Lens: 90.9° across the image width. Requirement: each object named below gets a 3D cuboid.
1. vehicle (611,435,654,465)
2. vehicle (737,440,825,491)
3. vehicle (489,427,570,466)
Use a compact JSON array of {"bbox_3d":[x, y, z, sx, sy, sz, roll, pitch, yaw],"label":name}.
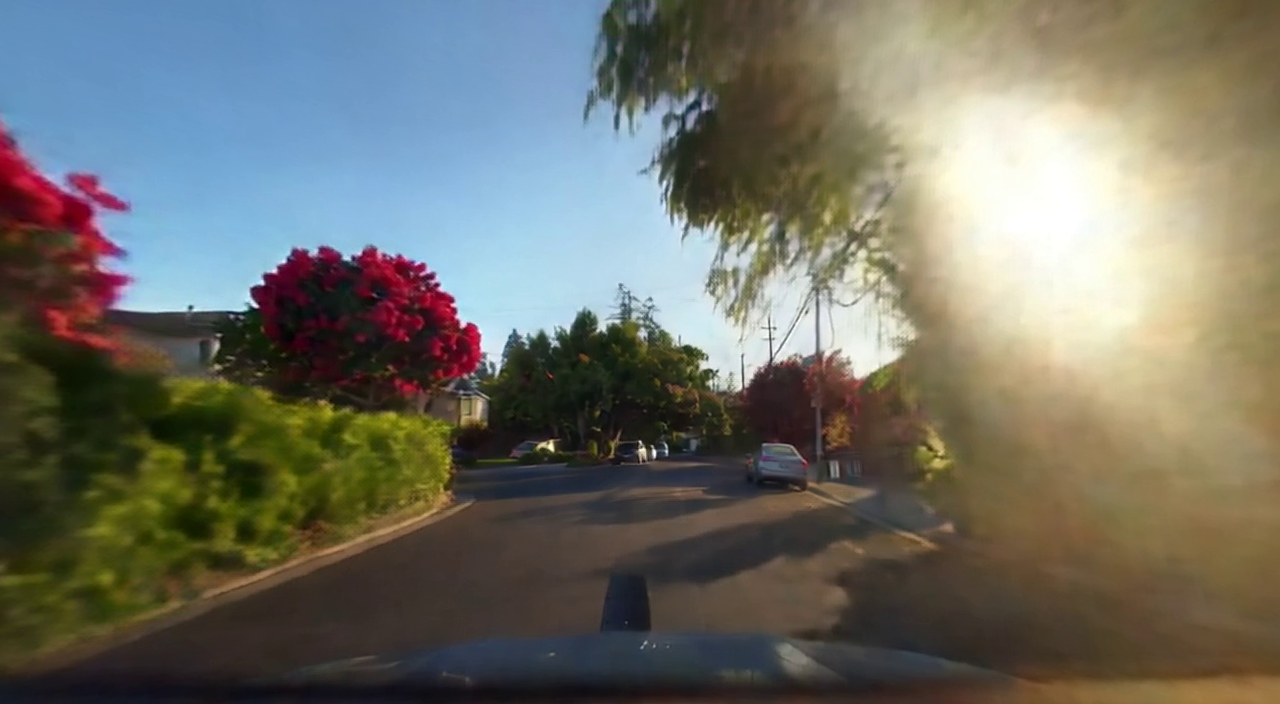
[{"bbox_3d":[-0.428,6.862,44.178,2.463,1.951,5.794,-1,-8,5],"label":"vehicle"},{"bbox_3d":[4.567,3.749,21.272,2.151,1.468,5.066,-1,-8,4],"label":"vehicle"},{"bbox_3d":[-8.321,7.127,47.600,5.828,2.818,2.231,2,-9,-12],"label":"vehicle"}]
